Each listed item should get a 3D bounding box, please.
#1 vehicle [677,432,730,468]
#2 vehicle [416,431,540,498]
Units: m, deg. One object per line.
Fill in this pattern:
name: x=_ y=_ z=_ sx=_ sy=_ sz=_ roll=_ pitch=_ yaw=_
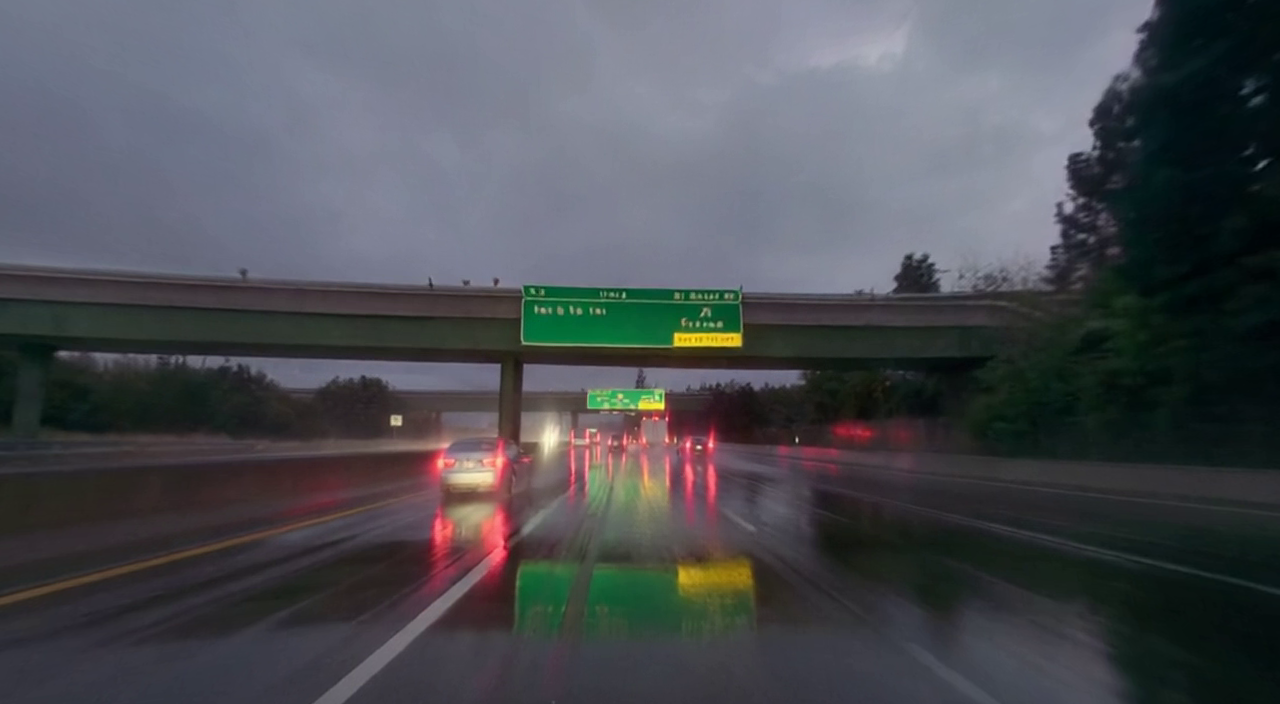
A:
vehicle: x=3.058 y=4.815 z=31.145 sx=2.001 sy=1.625 sz=4.088 roll=0 pitch=-8 yaw=-2
vehicle: x=-3.992 y=2.846 z=16.367 sx=2.064 sy=1.479 sz=4.370 roll=-1 pitch=-8 yaw=0
